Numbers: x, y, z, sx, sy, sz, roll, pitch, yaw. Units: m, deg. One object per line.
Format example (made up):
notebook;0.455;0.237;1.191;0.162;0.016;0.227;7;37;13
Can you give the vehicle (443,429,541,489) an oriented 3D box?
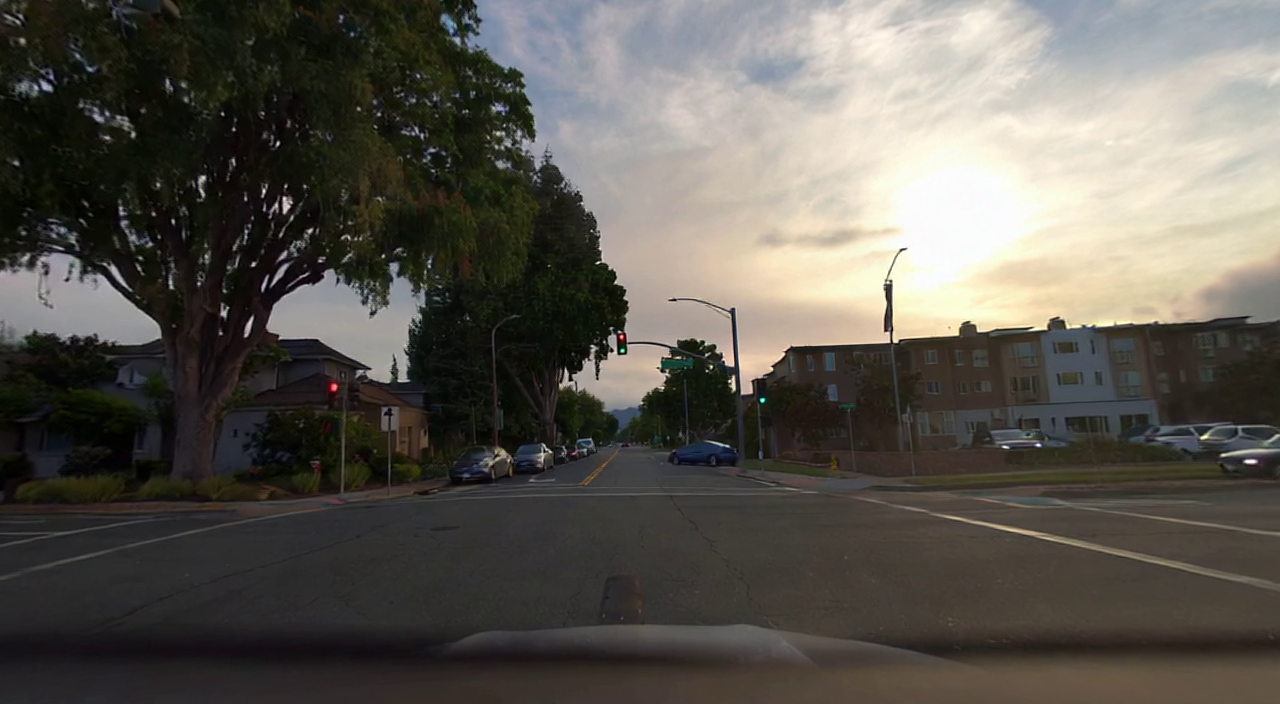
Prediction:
vehicle;-6.500;4.836;28.969;2.896;2.339;7.322;0;-9;-1

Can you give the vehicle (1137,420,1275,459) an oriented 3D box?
vehicle;33.263;5.165;37.236;5.969;2.149;2.331;0;-9;-3

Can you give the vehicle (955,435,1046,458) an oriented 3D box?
vehicle;24.969;6.554;43.833;5.172;1.515;1.851;0;-9;-2

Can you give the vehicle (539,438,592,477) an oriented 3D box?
vehicle;-3.645;5.279;31.919;2.120;1.783;4.788;0;-9;0

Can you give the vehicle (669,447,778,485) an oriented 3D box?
vehicle;3.505;4.861;27.385;2.056;1.493;4.535;7;-11;-38
